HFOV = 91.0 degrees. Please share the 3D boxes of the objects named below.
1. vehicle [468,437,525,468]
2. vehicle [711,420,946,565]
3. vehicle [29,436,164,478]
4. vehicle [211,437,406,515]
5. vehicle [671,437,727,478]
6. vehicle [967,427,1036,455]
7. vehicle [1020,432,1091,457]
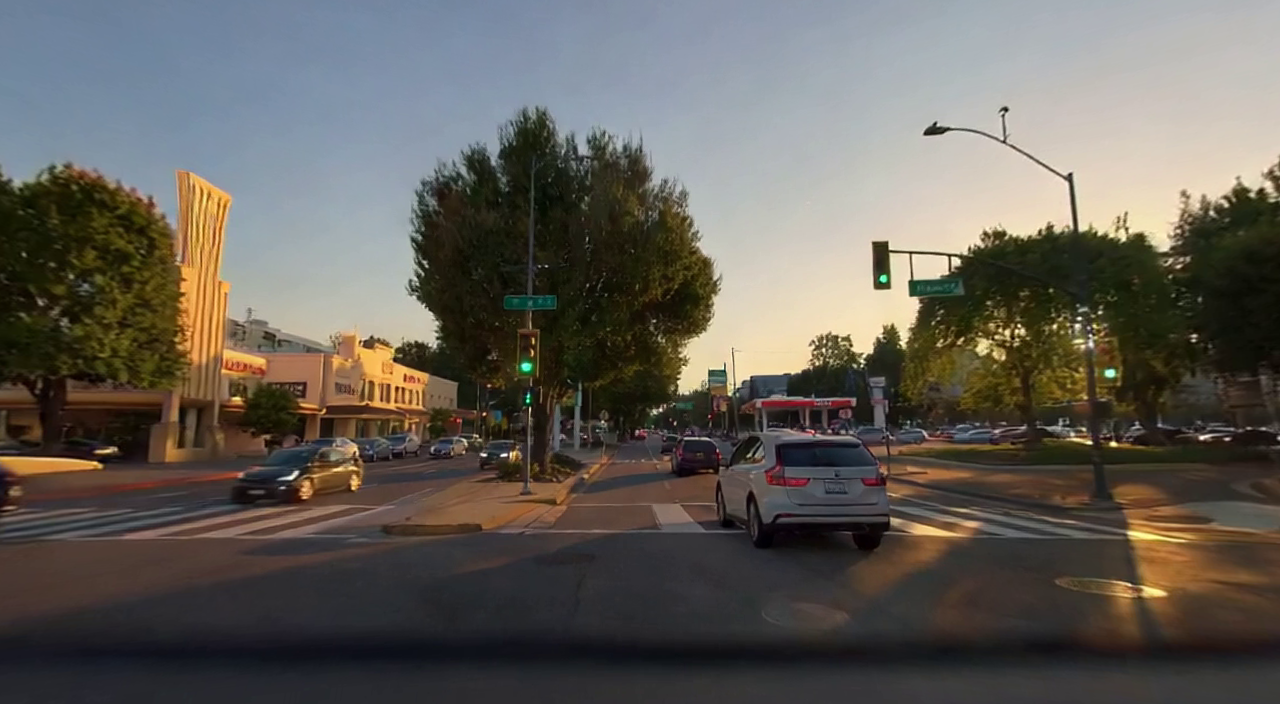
[{"bbox_3d":[-7.704,5.460,34.279,2.014,1.566,4.437,0,-8,1],"label":"vehicle"},{"bbox_3d":[2.535,2.044,10.026,2.183,1.720,4.842,0,-8,-1],"label":"vehicle"},{"bbox_3d":[-24.354,4.696,28.345,4.174,1.796,1.933,0,-8,-1],"label":"vehicle"},{"bbox_3d":[-7.812,2.937,15.585,2.057,1.594,4.983,0,-8,1],"label":"vehicle"},{"bbox_3d":[2.501,4.625,27.839,1.999,1.679,4.217,0,-8,-1],"label":"vehicle"},{"bbox_3d":[24.652,6.111,43.118,2.066,1.817,4.675,0,-8,2],"label":"vehicle"},{"bbox_3d":[28.177,6.287,42.841,2.131,1.561,3.901,0,-8,0],"label":"vehicle"}]
